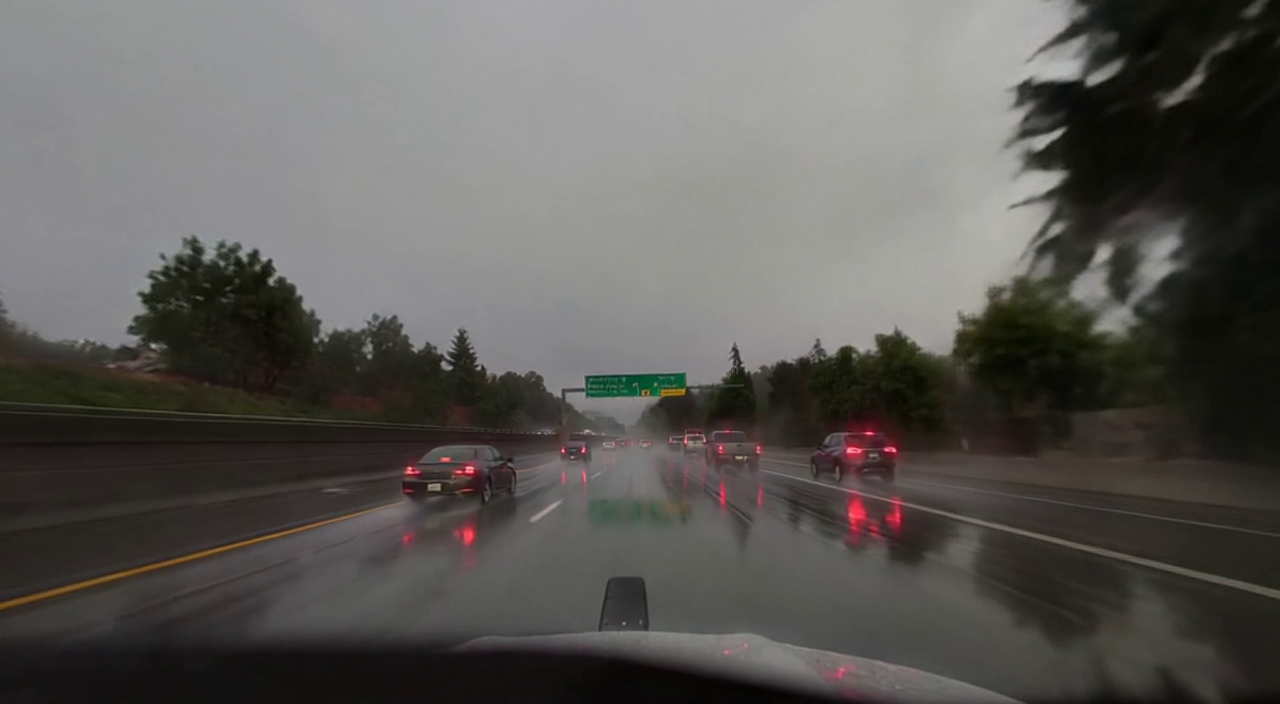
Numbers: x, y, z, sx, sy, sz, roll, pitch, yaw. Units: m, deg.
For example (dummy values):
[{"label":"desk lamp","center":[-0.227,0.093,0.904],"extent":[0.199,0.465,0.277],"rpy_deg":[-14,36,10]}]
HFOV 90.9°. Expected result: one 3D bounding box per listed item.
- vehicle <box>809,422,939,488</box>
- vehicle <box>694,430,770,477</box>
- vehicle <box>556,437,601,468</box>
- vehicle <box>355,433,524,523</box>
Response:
[{"label":"vehicle","center":[7.826,3.529,21.873],"extent":[2.291,1.968,5.662],"rpy_deg":[0,-9,0]},{"label":"vehicle","center":[4.058,4.610,28.943],"extent":[2.517,1.935,5.552],"rpy_deg":[0,-9,-1]},{"label":"vehicle","center":[-3.402,5.625,35.475],"extent":[2.020,1.628,4.248],"rpy_deg":[0,-8,1]},{"label":"vehicle","center":[-3.735,2.419,12.642],"extent":[1.978,1.473,4.073],"rpy_deg":[0,-9,1]}]
